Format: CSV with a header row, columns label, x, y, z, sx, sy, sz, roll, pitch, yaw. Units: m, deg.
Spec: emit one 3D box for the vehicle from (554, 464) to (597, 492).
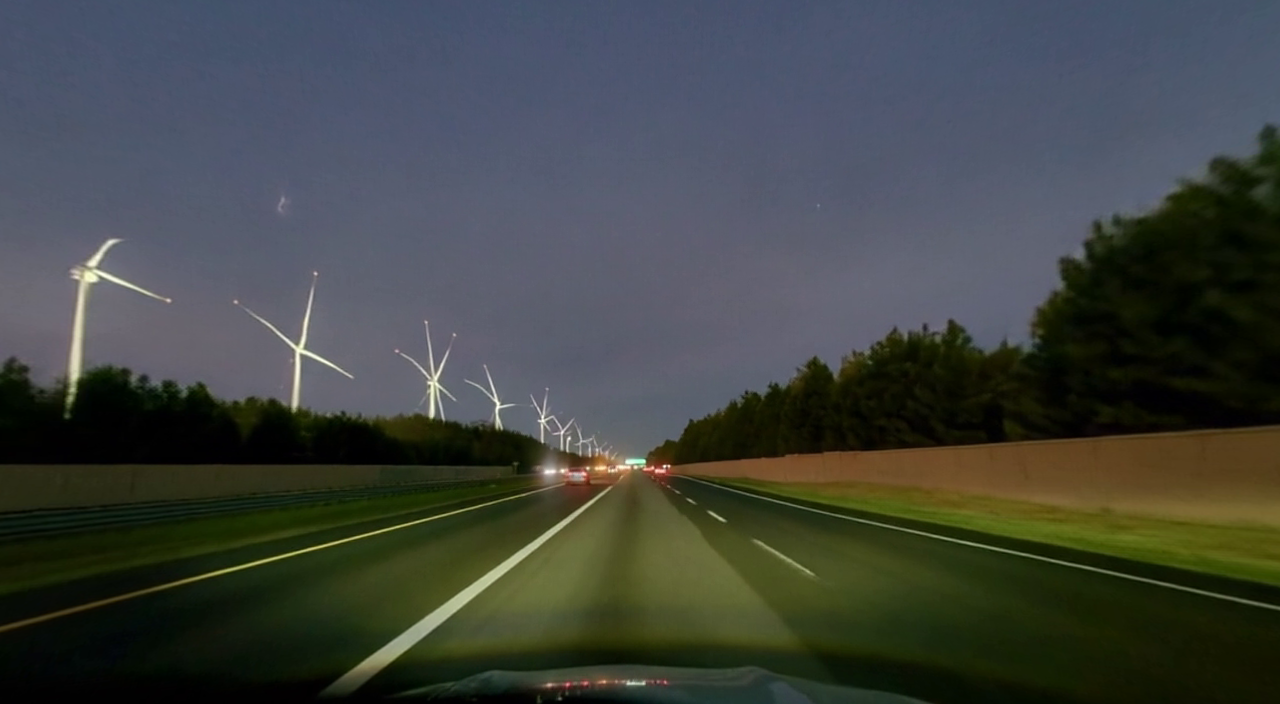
label,x,y,z,sx,sy,sz,roll,pitch,yaw
vehicle,-3.616,7.137,35.734,2.001,1.486,4.104,1,-10,0
